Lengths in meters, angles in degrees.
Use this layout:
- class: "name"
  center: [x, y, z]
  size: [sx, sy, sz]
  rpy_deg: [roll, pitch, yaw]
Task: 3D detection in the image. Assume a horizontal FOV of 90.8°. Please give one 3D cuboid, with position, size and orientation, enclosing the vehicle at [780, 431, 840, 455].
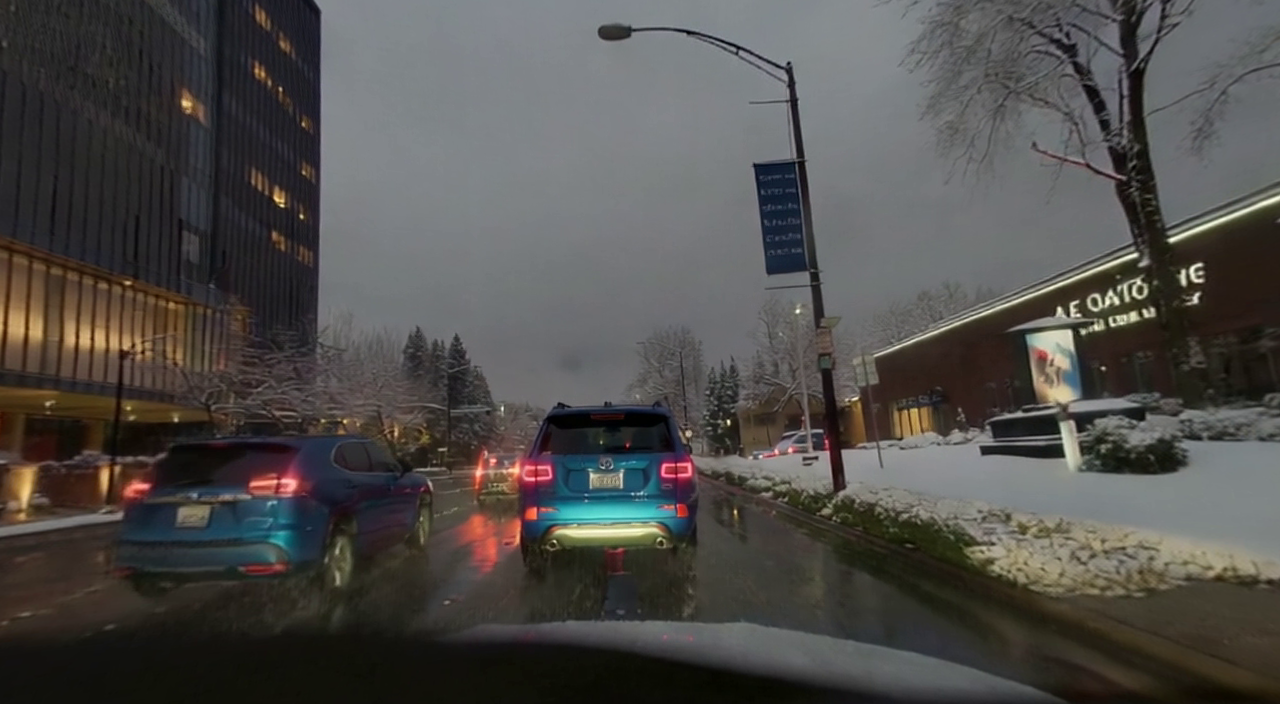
- class: "vehicle"
  center: [10.544, 5.616, 39.007]
  size: [1.877, 1.416, 3.965]
  rpy_deg: [-8, -11, 42]

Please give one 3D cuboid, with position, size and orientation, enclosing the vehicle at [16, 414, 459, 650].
- class: "vehicle"
  center: [-3.552, 1.623, 6.855]
  size: [1.971, 1.658, 4.428]
  rpy_deg: [0, -8, -2]

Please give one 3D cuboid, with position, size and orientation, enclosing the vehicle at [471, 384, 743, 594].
- class: "vehicle"
  center: [-0.388, 1.595, 8.199]
  size: [2.531, 1.930, 4.382]
  rpy_deg: [0, -8, -2]
